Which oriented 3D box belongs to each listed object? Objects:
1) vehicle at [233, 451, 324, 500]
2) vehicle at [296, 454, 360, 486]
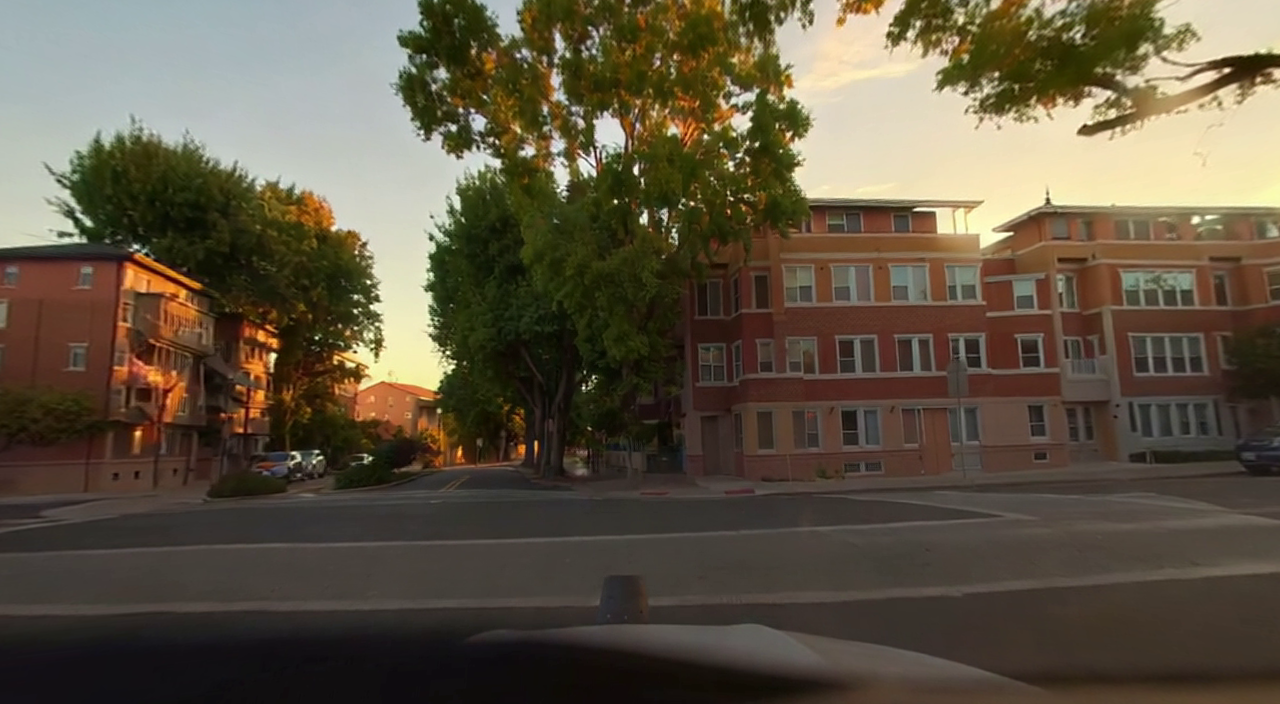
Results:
[{"bbox_3d":[-13.208,4.475,23.330,2.027,1.475,4.522,0,-8,-18],"label":"vehicle"},{"bbox_3d":[-15.850,5.982,32.247,1.941,1.442,4.384,2,-9,-14],"label":"vehicle"}]
